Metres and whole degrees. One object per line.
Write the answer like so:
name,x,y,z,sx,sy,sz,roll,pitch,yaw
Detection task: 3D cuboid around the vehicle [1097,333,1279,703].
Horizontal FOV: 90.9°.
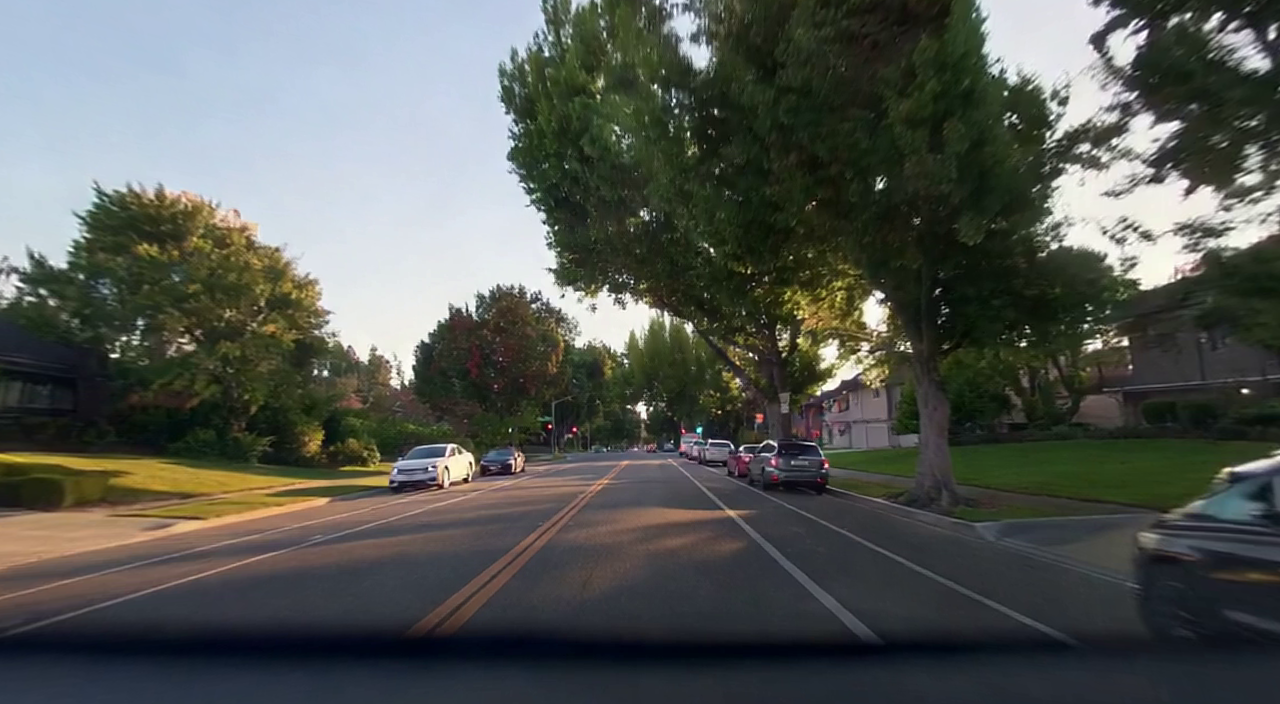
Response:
vehicle,4.549,0.702,1.879,2.355,2.013,5.291,0,-8,0

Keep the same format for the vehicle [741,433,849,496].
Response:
vehicle,4.666,3.476,19.878,2.118,1.701,5.067,0,-8,0

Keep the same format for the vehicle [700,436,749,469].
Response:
vehicle,5.013,6.066,38.253,2.279,1.829,4.859,0,-8,0

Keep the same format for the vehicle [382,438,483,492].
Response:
vehicle,-7.258,3.956,22.537,1.985,1.714,4.395,-1,-8,2

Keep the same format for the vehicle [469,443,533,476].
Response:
vehicle,-6.856,5.327,31.549,2.041,1.489,4.439,-1,-8,2
